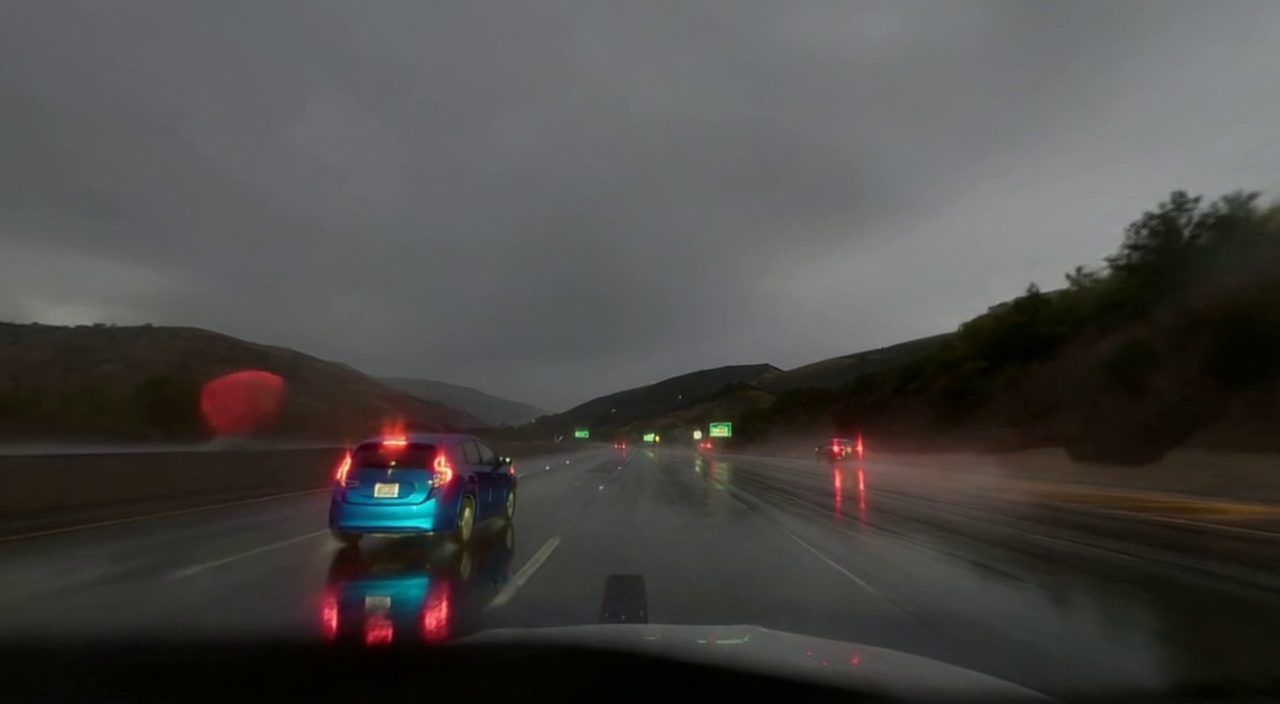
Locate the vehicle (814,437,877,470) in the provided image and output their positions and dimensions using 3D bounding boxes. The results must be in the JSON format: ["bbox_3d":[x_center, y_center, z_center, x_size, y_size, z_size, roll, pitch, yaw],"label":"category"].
[{"bbox_3d":[11.605,5.727,35.753,2.062,1.736,4.589,0,-8,0],"label":"vehicle"}]

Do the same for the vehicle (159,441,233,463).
[{"bbox_3d":[-32.824,7.369,46.594,2.005,1.519,4.736,0,-8,0],"label":"vehicle"}]

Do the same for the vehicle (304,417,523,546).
[{"bbox_3d":[-3.224,1.921,9.916,1.967,1.615,3.886,0,-8,0],"label":"vehicle"}]

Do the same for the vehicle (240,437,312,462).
[{"bbox_3d":[-28.598,7.664,49.556,2.173,1.849,5.682,0,-8,1],"label":"vehicle"}]
